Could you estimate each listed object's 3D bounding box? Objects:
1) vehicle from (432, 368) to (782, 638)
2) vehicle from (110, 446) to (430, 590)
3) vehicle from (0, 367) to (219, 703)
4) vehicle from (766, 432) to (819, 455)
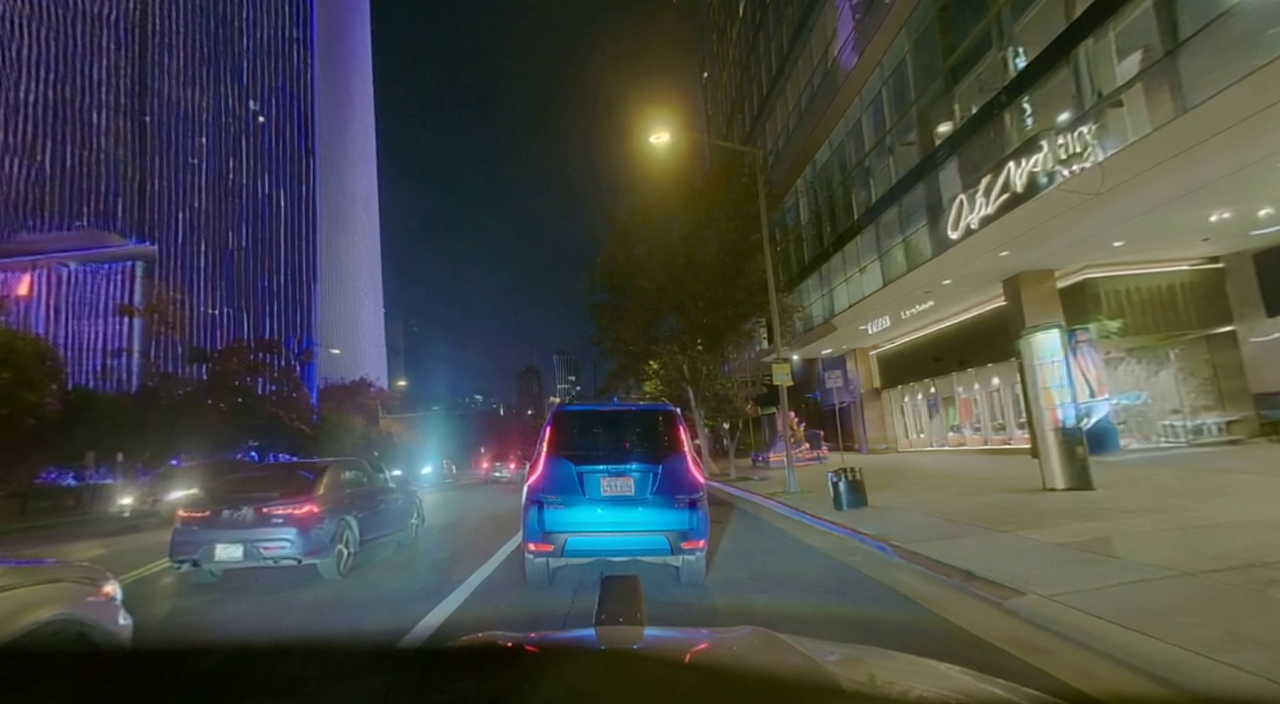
[{"bbox_3d":[-0.373,1.404,6.866,2.531,1.930,4.382,0,-8,-4],"label":"vehicle"},{"bbox_3d":[-4.561,2.047,8.799,1.876,1.448,4.464,0,-8,-2],"label":"vehicle"},{"bbox_3d":[-3.174,0.723,1.044,1.971,1.658,4.428,0,-8,-2],"label":"vehicle"},{"bbox_3d":[10.231,6.155,42.154,1.877,1.416,3.965,-8,-12,38],"label":"vehicle"}]
